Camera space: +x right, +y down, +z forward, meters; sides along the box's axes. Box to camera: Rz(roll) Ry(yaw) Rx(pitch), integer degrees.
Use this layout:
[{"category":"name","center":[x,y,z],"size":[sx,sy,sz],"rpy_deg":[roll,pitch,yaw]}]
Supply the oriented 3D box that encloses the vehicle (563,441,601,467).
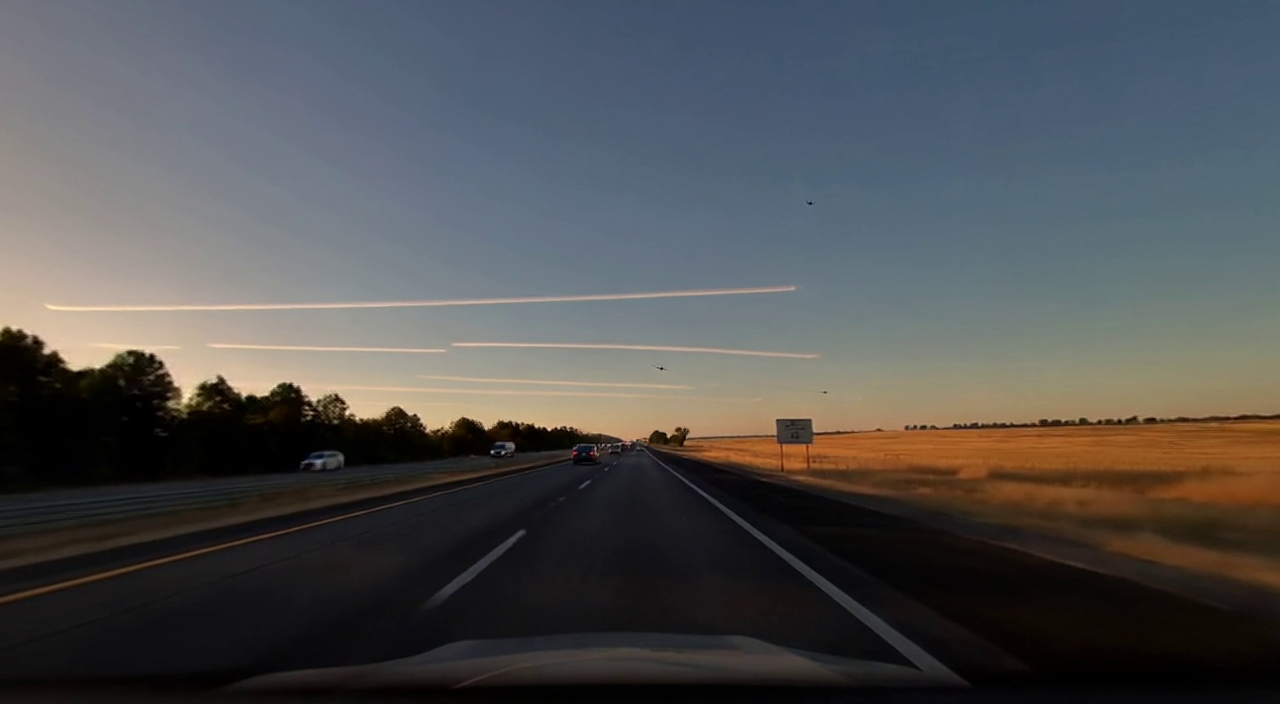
[{"category":"vehicle","center":[-3.994,7.095,44.064],"size":[2.132,1.701,4.303],"rpy_deg":[0,-9,1]}]
